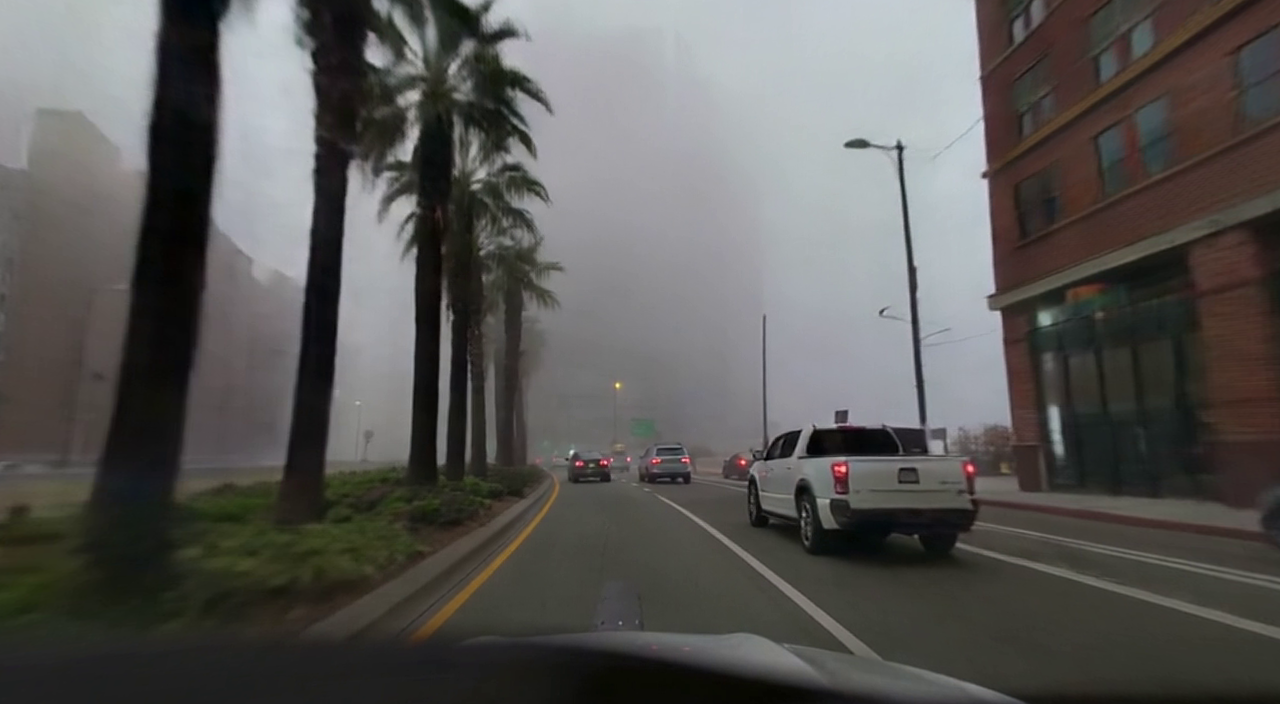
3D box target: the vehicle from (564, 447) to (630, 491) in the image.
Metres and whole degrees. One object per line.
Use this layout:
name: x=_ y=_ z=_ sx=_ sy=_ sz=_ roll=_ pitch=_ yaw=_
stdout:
vehicle: x=-1.904 y=4.773 z=26.228 sx=2.332 sy=1.625 sz=4.933 roll=1 pitch=-9 yaw=-8

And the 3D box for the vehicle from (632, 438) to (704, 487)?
vehicle: x=1.145 y=5.018 z=29.033 sx=2.407 sy=1.991 sz=5.130 roll=1 pitch=-9 yaw=-8

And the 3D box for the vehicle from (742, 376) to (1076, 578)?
vehicle: x=3.384 y=1.740 z=9.544 sx=2.434 sy=2.171 sz=5.098 roll=1 pitch=-9 yaw=-5
